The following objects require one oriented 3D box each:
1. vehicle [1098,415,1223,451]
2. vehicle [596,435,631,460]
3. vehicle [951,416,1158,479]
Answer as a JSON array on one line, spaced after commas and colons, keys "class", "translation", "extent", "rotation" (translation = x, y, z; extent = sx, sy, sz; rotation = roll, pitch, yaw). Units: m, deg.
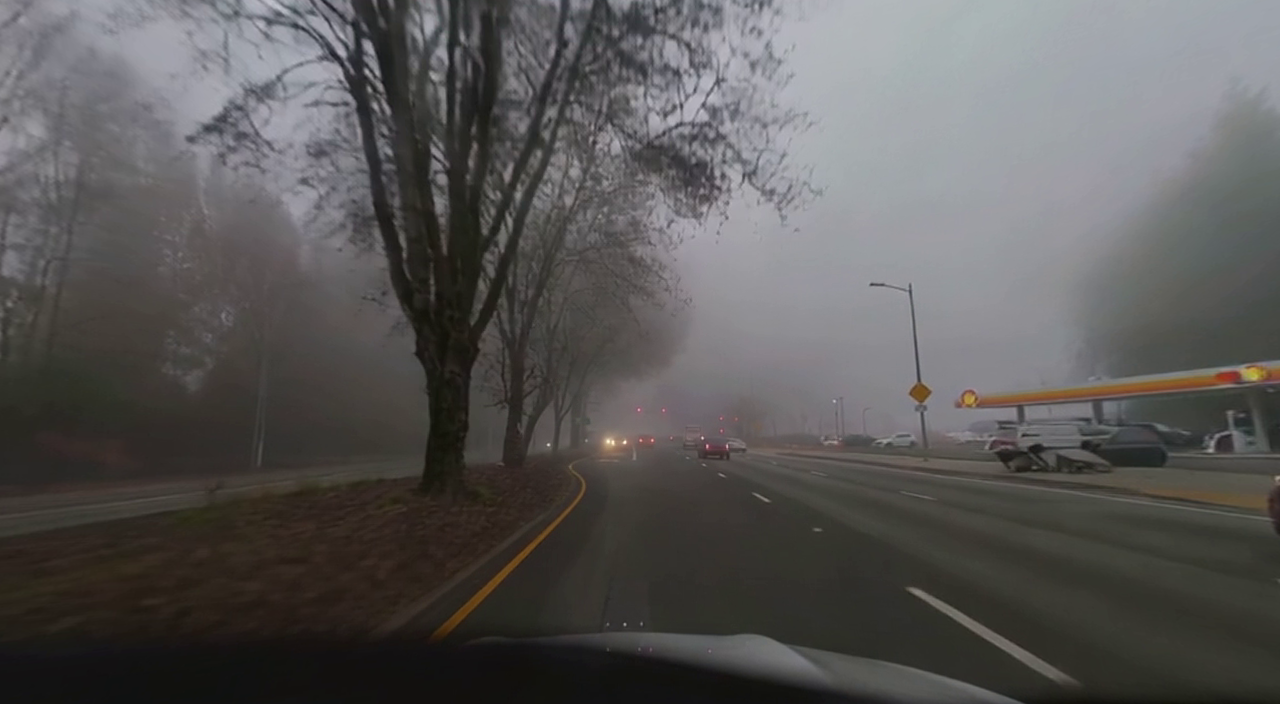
[{"class": "vehicle", "translation": [24.704, 3.904, 30.118], "extent": [4.079, 1.632, 1.961], "rotation": [-4, -9, 22]}, {"class": "vehicle", "translation": [-1.687, 6.009, 39.635], "extent": [2.032, 1.461, 4.173], "rotation": [0, -9, -3]}, {"class": "vehicle", "translation": [12.829, 3.022, 19.977], "extent": [4.960, 1.802, 2.068], "rotation": [-3, -9, 17]}]
